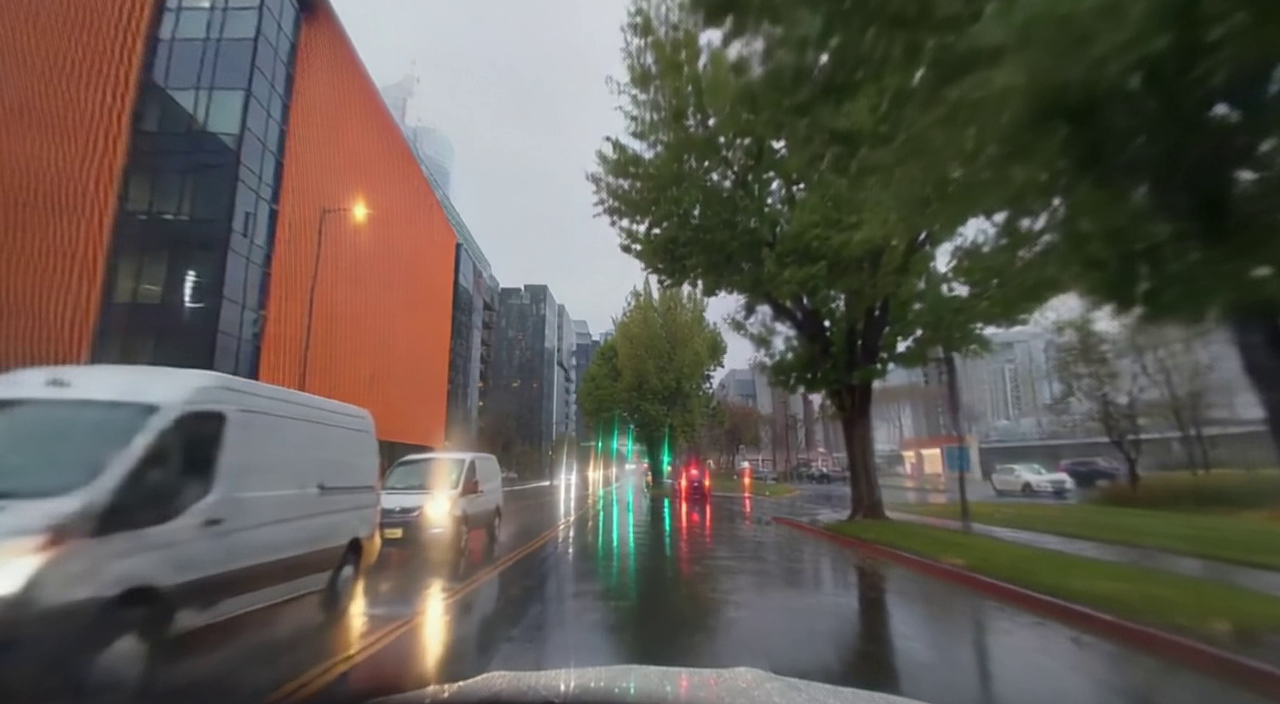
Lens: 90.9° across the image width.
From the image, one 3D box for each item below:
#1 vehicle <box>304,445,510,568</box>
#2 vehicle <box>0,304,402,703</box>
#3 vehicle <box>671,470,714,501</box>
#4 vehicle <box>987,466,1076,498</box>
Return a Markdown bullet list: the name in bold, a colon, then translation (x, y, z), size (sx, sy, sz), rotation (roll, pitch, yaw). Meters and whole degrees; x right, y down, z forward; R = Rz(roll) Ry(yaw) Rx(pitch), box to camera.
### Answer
- **vehicle**: translation (-3.706, 2.562, 10.981), size (1.956, 1.680, 4.126), rotation (0, -11, 0)
- **vehicle**: translation (-3.771, 1.162, 4.482), size (2.148, 2.024, 4.884), rotation (0, -11, 1)
- **vehicle**: translation (2.682, 6.961, 33.087), size (1.899, 1.470, 3.666), rotation (1, -11, 0)
- **vehicle**: translation (17.332, 5.752, 28.002), size (2.767, 1.307, 1.673), rotation (-1, -10, 1)
